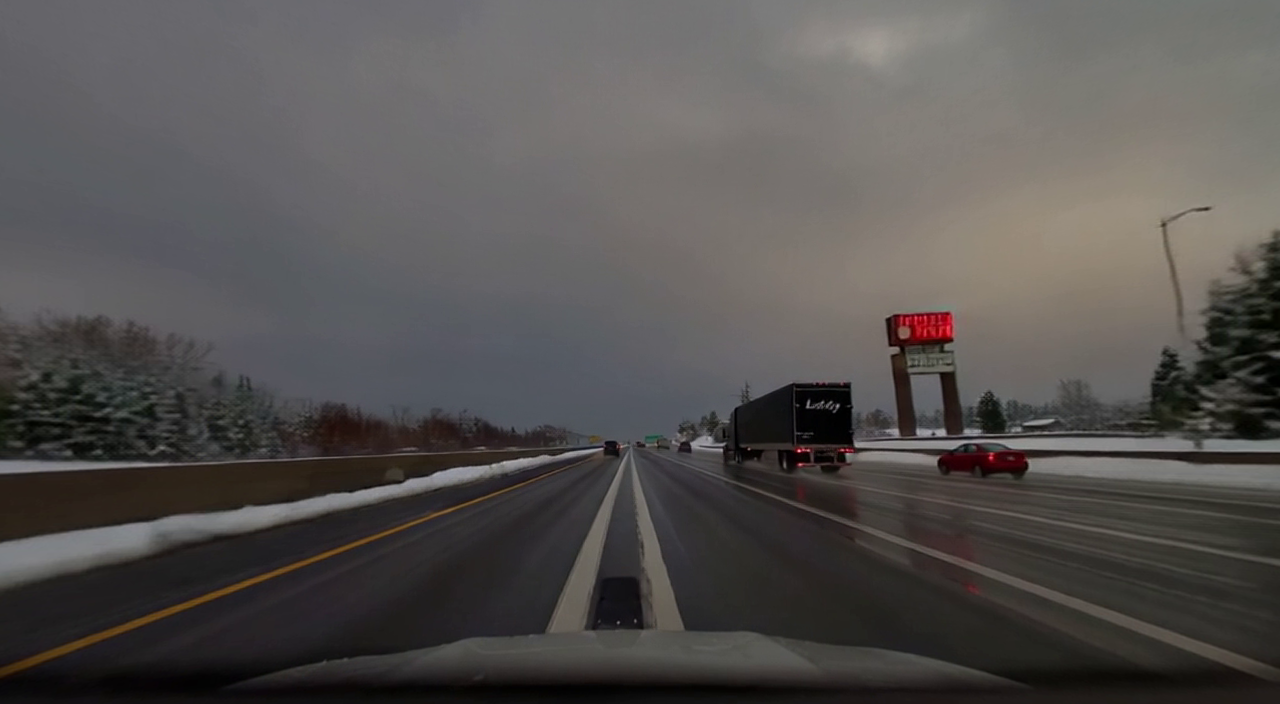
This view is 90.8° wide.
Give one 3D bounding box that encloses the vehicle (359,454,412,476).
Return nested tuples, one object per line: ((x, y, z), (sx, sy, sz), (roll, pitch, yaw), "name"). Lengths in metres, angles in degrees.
((-18.245, 8.105, 45.526), (1.875, 1.482, 4.640), (0, -9, 0), "vehicle")

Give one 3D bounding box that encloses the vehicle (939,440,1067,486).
((12.825, 3.945, 22.728), (1.862, 1.462, 4.459), (0, -9, -2), "vehicle")

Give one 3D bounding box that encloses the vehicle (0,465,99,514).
((-21.623, 4.717, 21.897), (1.794, 1.459, 4.460), (0, -9, -1), "vehicle")

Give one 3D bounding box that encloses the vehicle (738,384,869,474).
((8.855, 4.800, 37.615), (2.892, 4.128, 16.495), (0, -9, -2), "vehicle")
